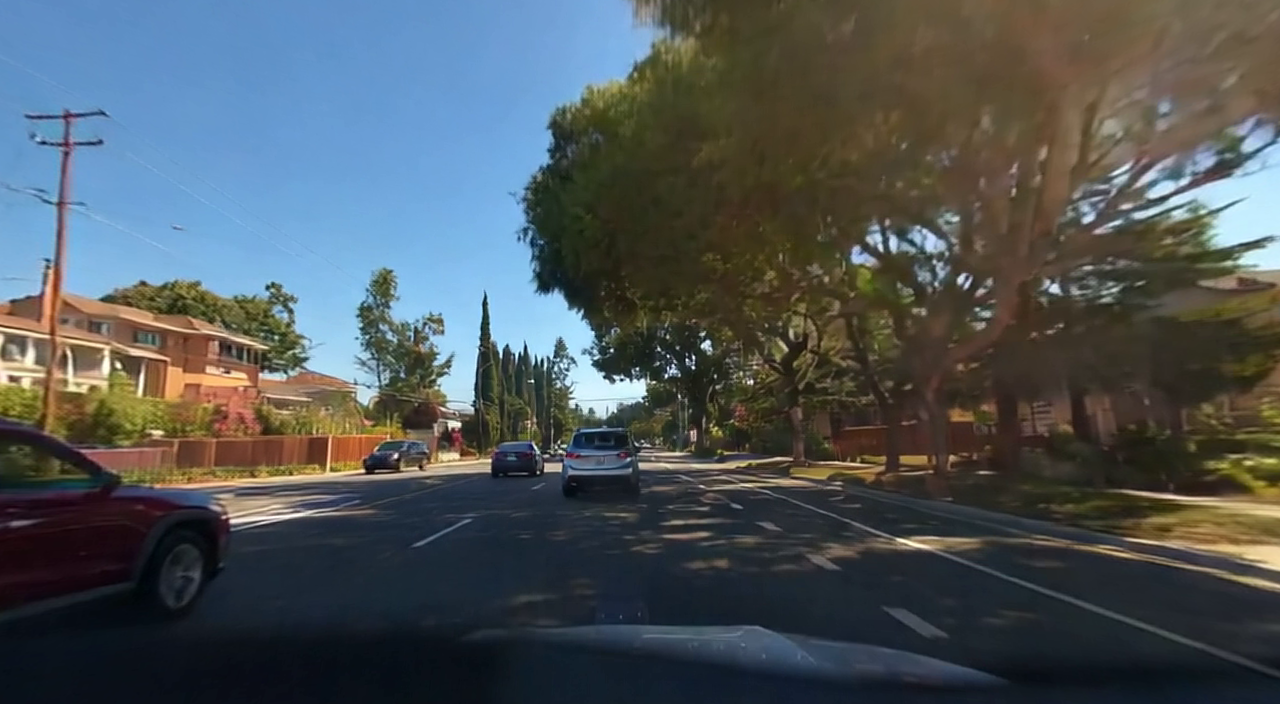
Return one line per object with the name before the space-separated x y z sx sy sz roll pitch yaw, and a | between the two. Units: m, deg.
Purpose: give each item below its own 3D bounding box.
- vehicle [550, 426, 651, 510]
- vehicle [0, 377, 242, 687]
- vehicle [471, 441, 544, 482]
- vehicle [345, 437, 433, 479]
vehicle | -0.867 2.776 15.599 2.131 1.761 4.242 0 -8 -1
vehicle | -4.719 0.977 3.299 2.243 1.722 4.621 0 -8 0
vehicle | -5.311 4.446 25.980 2.014 1.493 4.658 0 -8 0
vehicle | -11.558 4.906 29.526 2.131 1.798 4.902 0 -8 0
